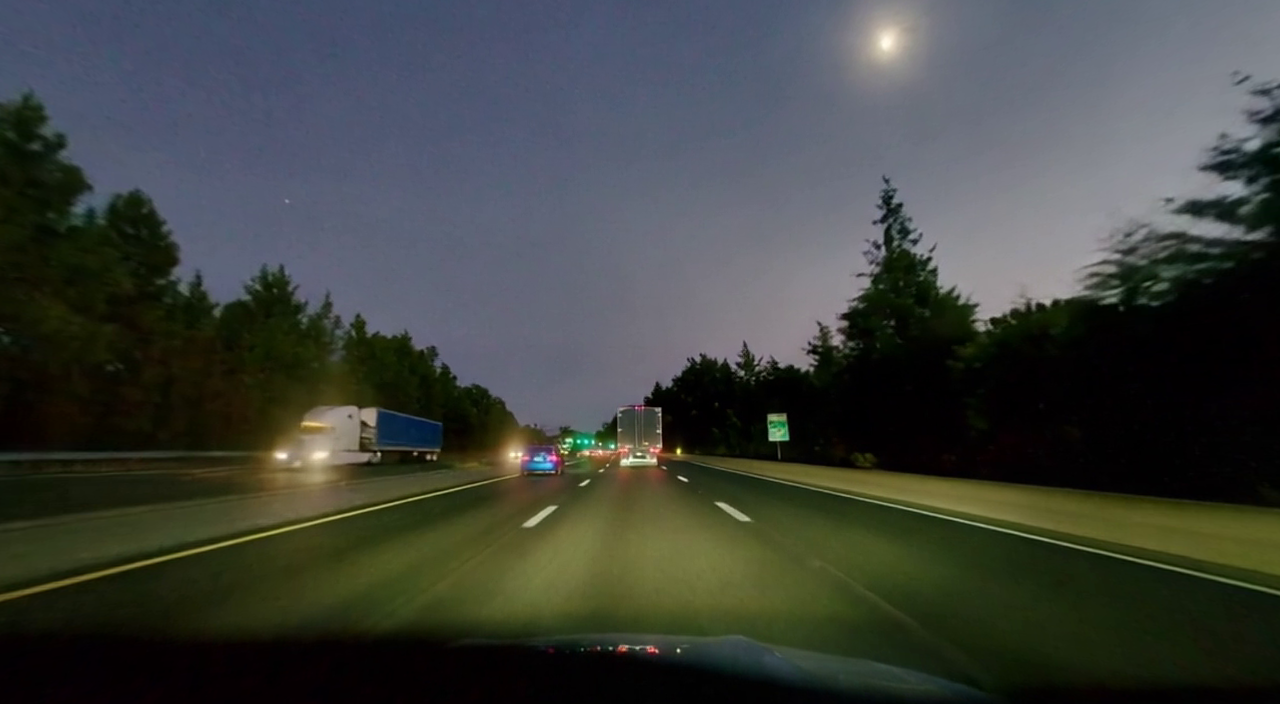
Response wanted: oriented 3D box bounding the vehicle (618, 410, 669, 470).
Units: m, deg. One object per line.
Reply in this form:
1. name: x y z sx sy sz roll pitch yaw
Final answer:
1. vehicle: 0.069 6.108 43.306 2.893 3.628 9.081 0 -9 -3

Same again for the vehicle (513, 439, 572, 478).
1. vehicle: -4.293 4.766 28.338 1.977 1.602 3.944 0 -9 0

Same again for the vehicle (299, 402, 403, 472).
1. vehicle: -16.815 5.077 37.293 3.091 3.763 6.553 0 -9 -1
